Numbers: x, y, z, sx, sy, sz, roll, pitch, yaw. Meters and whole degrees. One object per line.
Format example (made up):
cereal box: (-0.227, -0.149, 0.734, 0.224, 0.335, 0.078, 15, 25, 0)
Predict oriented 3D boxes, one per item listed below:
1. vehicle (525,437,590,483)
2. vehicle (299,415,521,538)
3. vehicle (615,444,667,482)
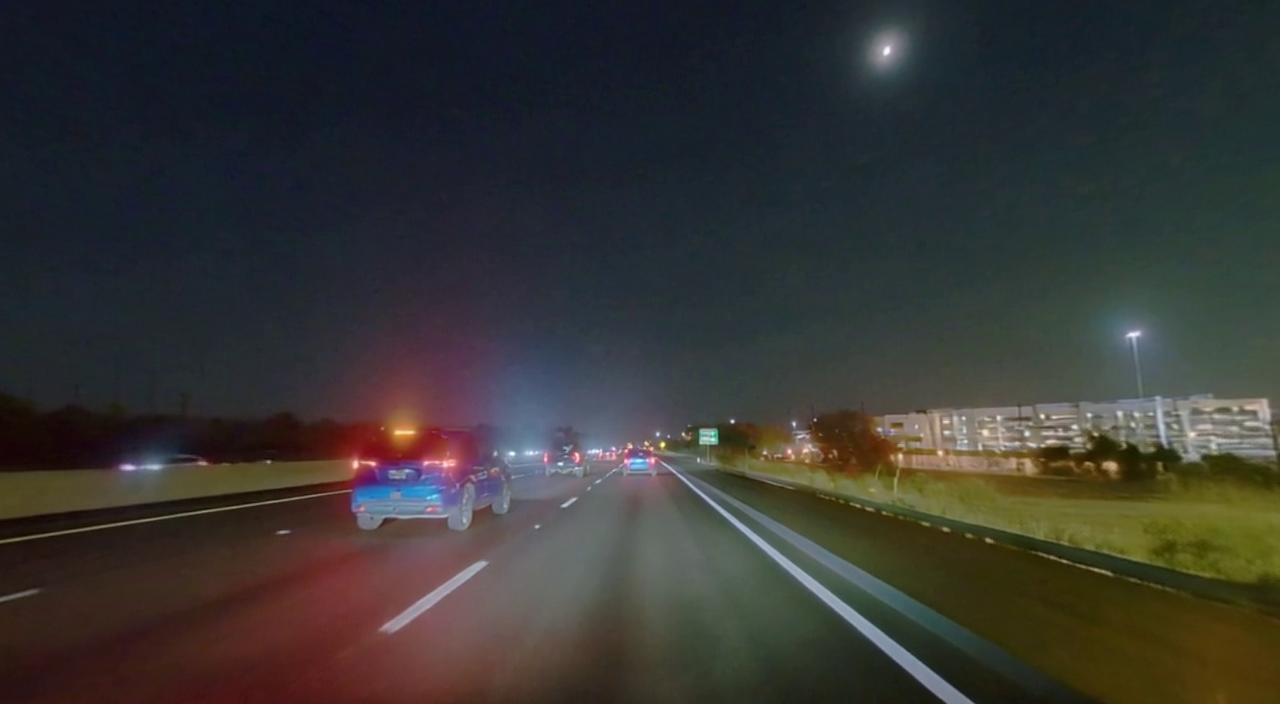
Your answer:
vehicle: (-3.479, 4.649, 27.458, 2.133, 1.789, 4.518, -1, -8, 1)
vehicle: (-3.993, 2.283, 12.268, 2.198, 1.848, 5.346, -1, -8, 1)
vehicle: (0.007, 4.708, 27.036, 2.047, 1.473, 3.978, 0, -8, -1)
